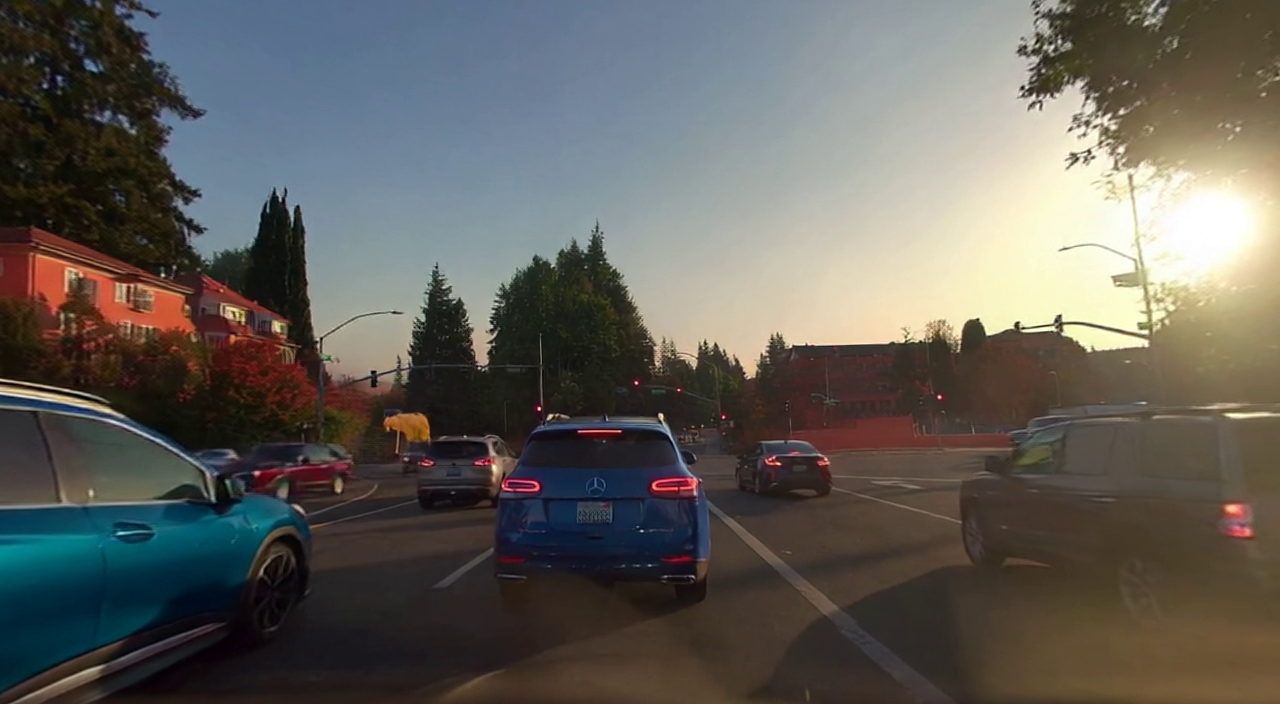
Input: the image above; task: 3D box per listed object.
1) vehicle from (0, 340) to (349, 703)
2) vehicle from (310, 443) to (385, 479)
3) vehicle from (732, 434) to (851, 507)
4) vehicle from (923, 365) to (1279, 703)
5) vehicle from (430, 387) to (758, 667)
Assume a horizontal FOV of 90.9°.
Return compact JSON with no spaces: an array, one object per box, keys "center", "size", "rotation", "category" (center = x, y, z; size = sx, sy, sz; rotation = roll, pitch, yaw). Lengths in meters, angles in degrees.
[{"center":[-3.466,0.908,2.906],"size":[2.047,1.741,4.470],"rotation":[0,-8,1],"category":"vehicle"},{"center":[-15.401,5.730,33.462],"size":[1.949,1.744,4.109],"rotation":[0,-8,1],"category":"vehicle"},{"center":[3.545,2.835,15.548],"size":[1.847,1.554,3.885],"rotation":[0,-8,-2],"category":"vehicle"},{"center":[4.242,1.250,5.196],"size":[2.014,1.740,4.515],"rotation":[-1,-8,5],"category":"vehicle"},{"center":[-0.208,1.375,6.008],"size":[2.022,1.700,4.084],"rotation":[0,-9,2],"category":"vehicle"}]
